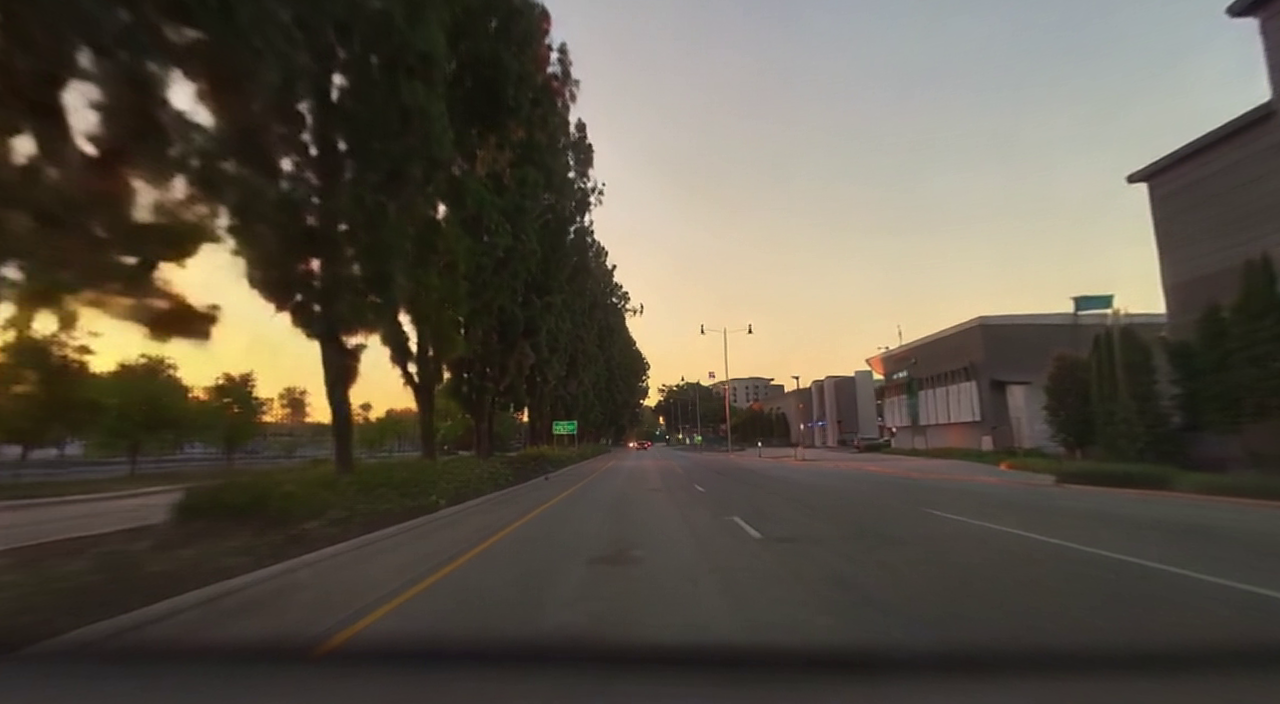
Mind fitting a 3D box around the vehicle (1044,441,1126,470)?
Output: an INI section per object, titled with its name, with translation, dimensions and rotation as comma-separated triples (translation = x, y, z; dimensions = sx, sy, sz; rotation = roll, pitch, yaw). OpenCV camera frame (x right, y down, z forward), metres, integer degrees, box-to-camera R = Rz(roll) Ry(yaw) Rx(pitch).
[vehicle]
translation = 24.630, 5.763, 35.126
dimensions = 1.579, 1.419, 3.726
rotation = -2, -10, -4
